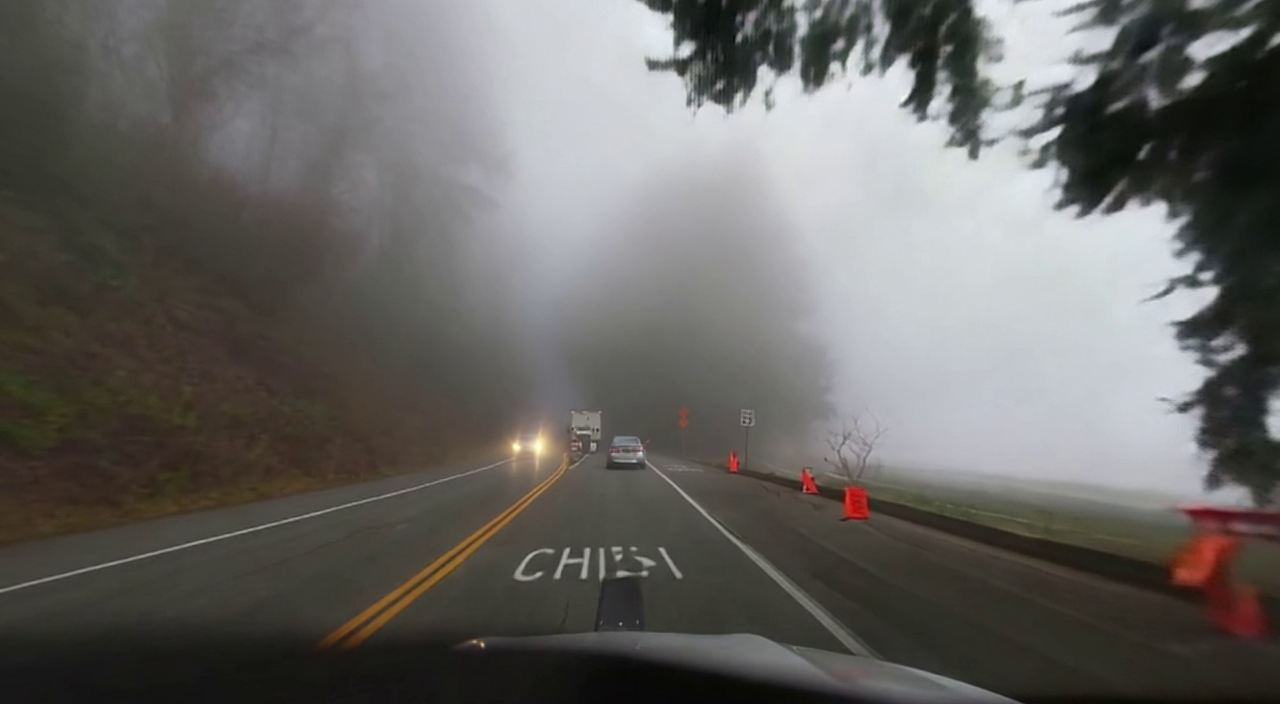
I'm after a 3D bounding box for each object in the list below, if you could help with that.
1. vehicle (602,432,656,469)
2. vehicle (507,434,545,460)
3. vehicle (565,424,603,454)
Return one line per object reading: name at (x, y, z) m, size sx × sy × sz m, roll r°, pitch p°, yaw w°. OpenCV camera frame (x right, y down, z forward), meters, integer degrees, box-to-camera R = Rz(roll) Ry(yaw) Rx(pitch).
vehicle at (-0.490, 4.261, 27.524) m, size 2.186 × 1.463 × 4.356 m, roll 0°, pitch -8°, yaw -1°
vehicle at (-6.952, 5.835, 38.956) m, size 2.019 × 1.492 × 4.091 m, roll 1°, pitch -8°, yaw -6°
vehicle at (-4.239, 6.537, 47.327) m, size 2.671 × 2.053 × 6.074 m, roll 1°, pitch -8°, yaw -6°
